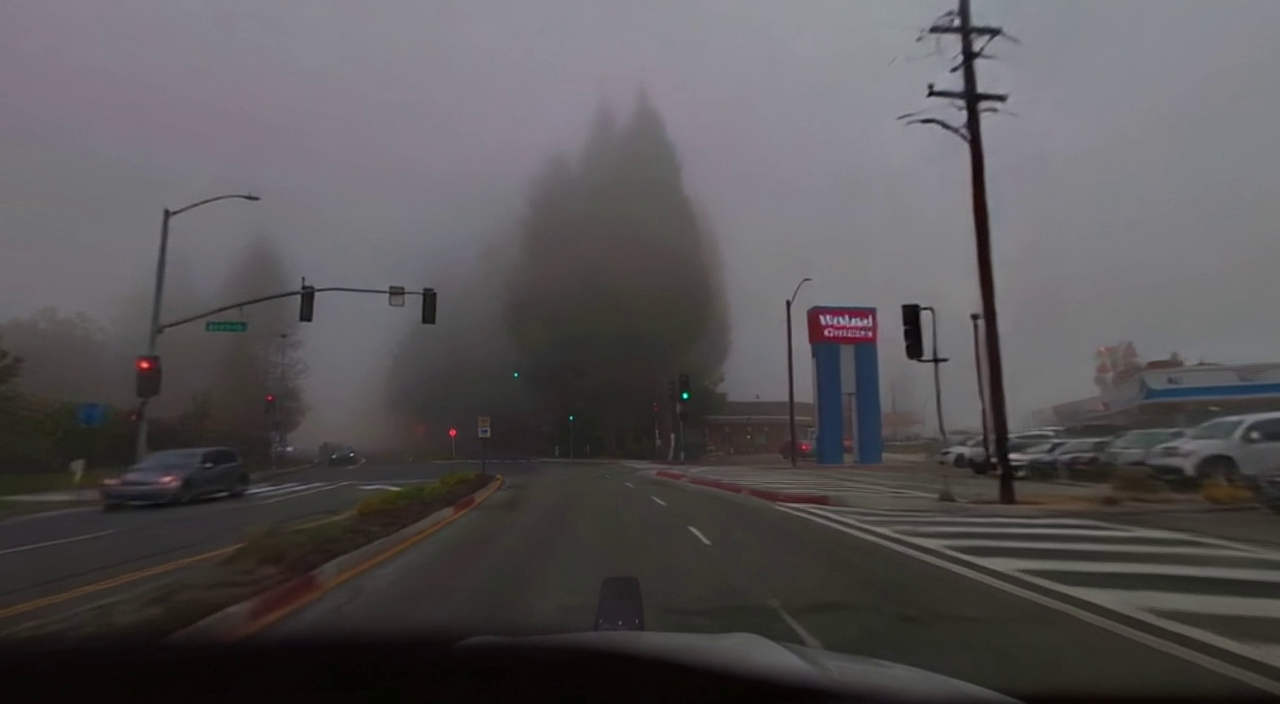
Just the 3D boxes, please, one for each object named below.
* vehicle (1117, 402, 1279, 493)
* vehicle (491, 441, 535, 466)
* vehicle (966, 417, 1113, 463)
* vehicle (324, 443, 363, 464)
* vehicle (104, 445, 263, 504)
[{"bbox_3d":[13.687,2.098,13.884,4.444,1.815,2.239,-1,-9,3],"label":"vehicle"},{"bbox_3d":[-8.227,6.505,40.738,2.094,1.500,3.682,3,-9,-21],"label":"vehicle"},{"bbox_3d":[14.991,3.345,23.913,4.141,1.648,2.036,0,-8,2],"label":"vehicle"},{"bbox_3d":[-22.322,7.580,47.461,2.207,1.503,4.561,4,-9,-29],"label":"vehicle"},{"bbox_3d":[-12.924,3.426,18.293,1.863,1.439,4.351,1,-8,-9],"label":"vehicle"}]
